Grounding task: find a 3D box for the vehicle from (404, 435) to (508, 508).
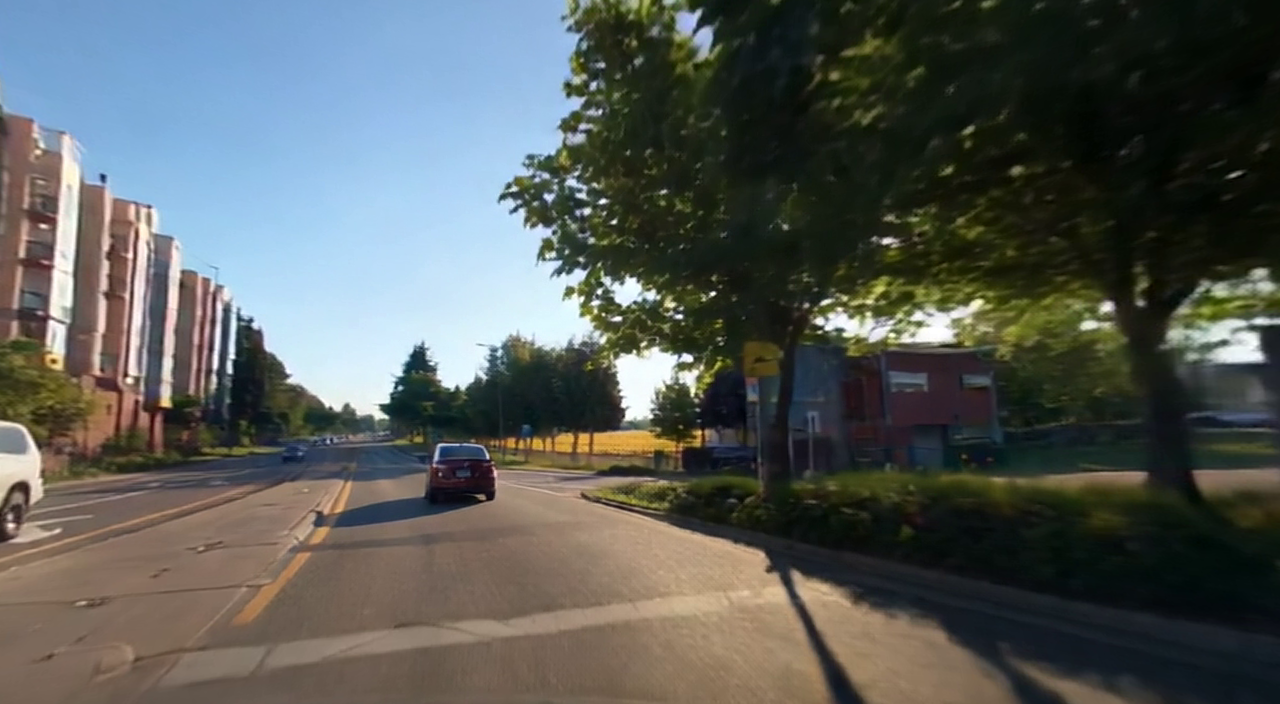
[{"bbox_3d":[-4.617,2.837,15.401,2.014,1.525,3.670,3,-9,-22],"label":"vehicle"}]
